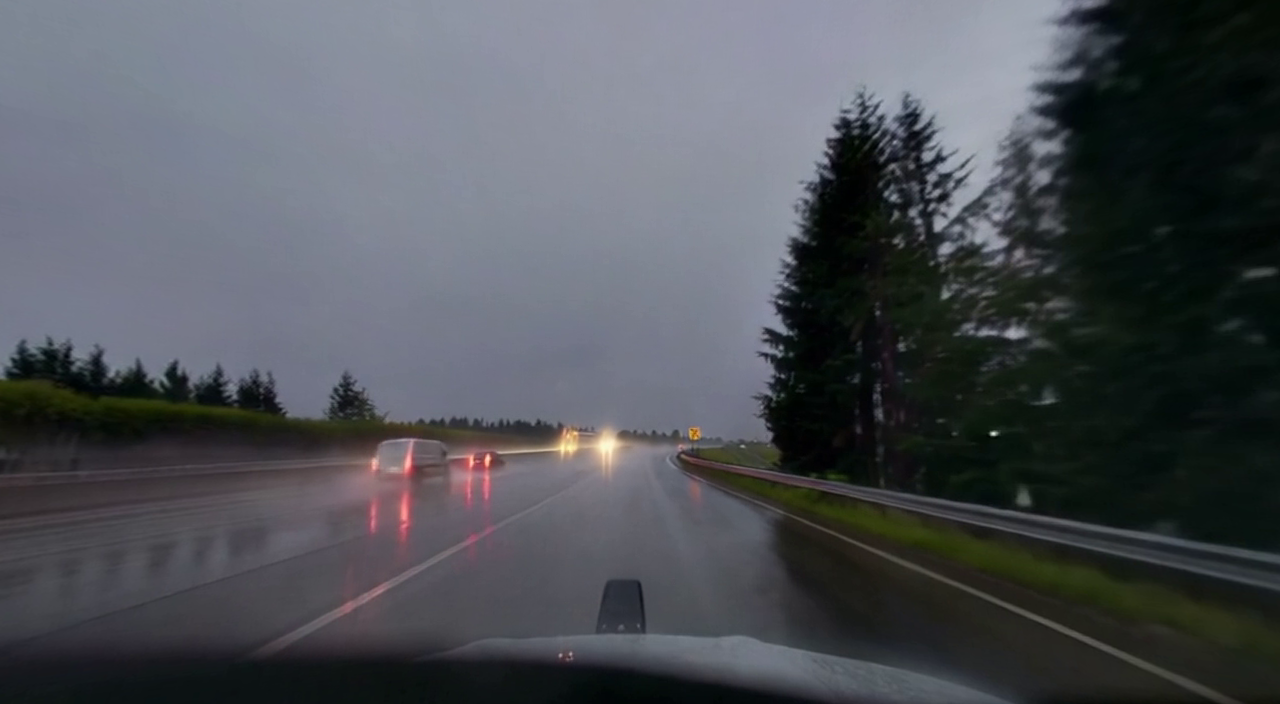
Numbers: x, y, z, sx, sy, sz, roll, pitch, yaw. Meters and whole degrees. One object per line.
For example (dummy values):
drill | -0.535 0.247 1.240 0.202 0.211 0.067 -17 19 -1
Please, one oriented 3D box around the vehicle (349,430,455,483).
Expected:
vehicle | -13.428 6.007 36.459 2.344 2.702 7.709 -1 -9 6
